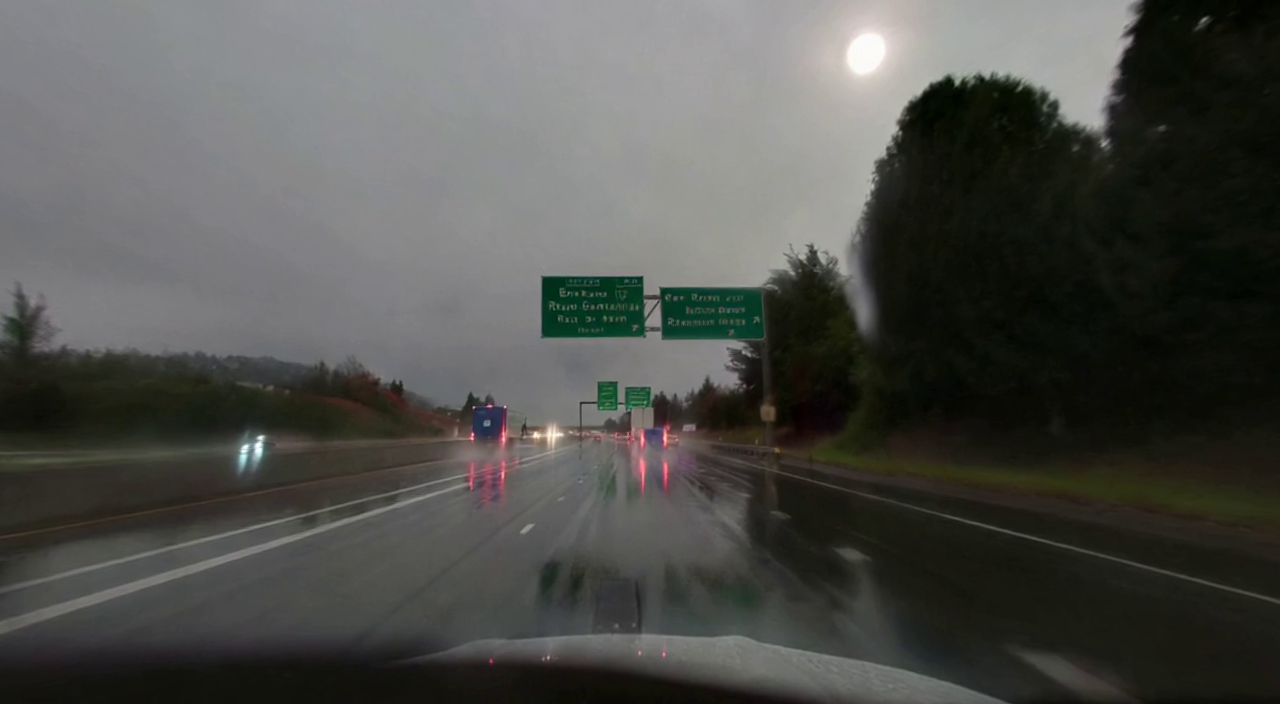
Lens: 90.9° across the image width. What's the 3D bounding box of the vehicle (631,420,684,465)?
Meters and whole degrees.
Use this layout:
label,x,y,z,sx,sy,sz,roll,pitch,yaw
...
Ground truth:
label,x,y,z,sx,sy,sz,roll,pitch,yaw
vehicle,0.705,4.129,28.915,2.076,1.914,4.287,0,-8,-3
